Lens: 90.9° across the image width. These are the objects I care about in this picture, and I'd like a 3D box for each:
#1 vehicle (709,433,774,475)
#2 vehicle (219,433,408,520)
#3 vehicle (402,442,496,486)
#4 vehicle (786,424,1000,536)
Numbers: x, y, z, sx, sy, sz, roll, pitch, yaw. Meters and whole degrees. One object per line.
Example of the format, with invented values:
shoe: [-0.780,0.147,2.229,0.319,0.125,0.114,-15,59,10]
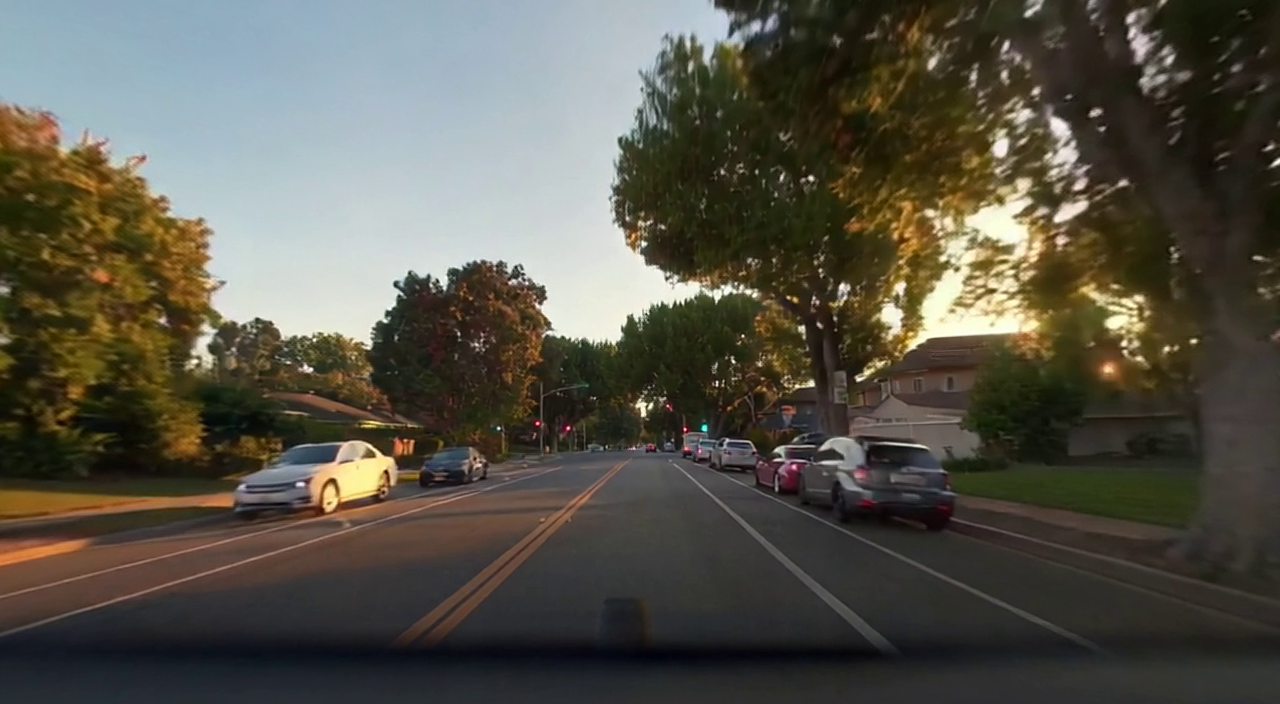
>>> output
vehicle: [4.808,4.930,30.669,2.279,1.829,4.859,0,-9,0]
vehicle: [-7.377,2.826,14.884,1.985,1.714,4.395,-1,-8,2]
vehicle: [-7.073,4.197,23.907,2.041,1.489,4.439,-1,-8,2]
vehicle: [4.499,2.358,12.322,2.118,1.701,5.067,0,-8,0]
